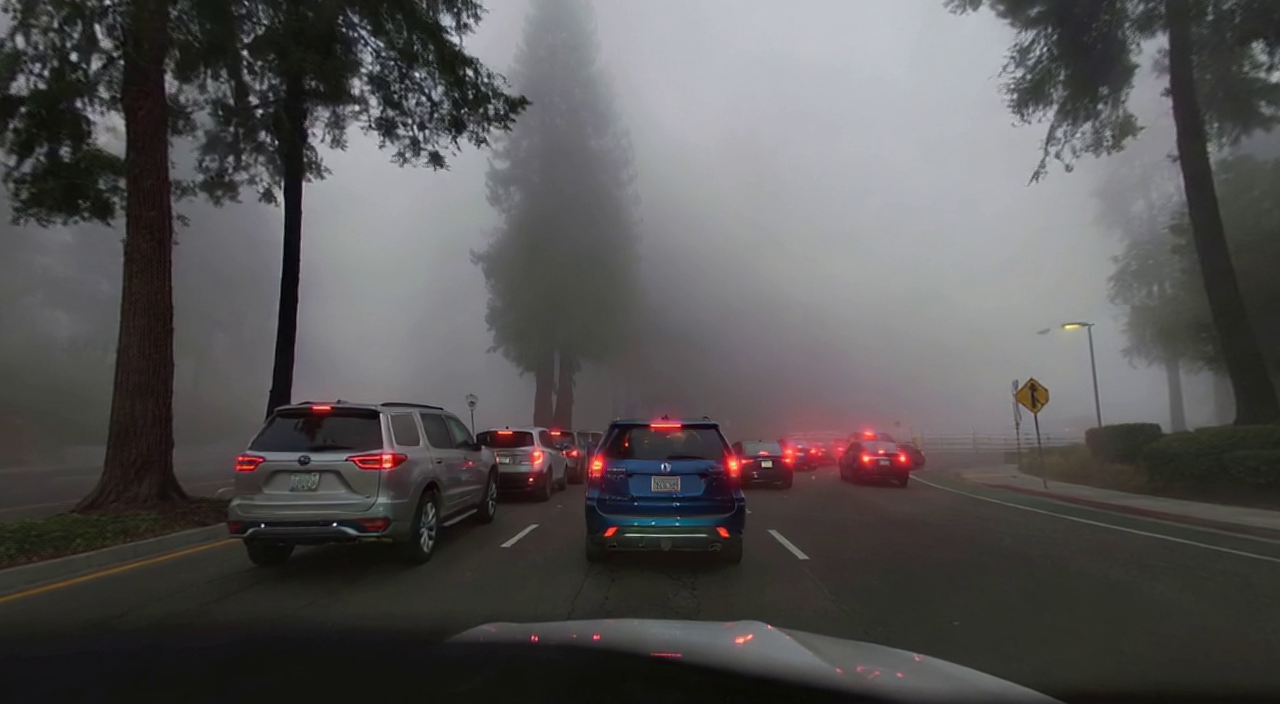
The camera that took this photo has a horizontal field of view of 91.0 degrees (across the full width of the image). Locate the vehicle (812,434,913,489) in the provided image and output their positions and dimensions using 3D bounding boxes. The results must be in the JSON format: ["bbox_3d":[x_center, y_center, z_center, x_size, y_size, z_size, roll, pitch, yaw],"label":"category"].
[{"bbox_3d":[7.188,3.554,20.816,2.067,1.599,4.251,-1,-8,5],"label":"vehicle"}]

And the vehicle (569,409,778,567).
[{"bbox_3d":[0.381,1.746,8.777,2.189,1.649,4.171,0,-8,1],"label":"vehicle"}]

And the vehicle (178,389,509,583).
[{"bbox_3d":[-3.249,1.578,8.180,2.085,1.812,4.388,0,-8,1],"label":"vehicle"}]
